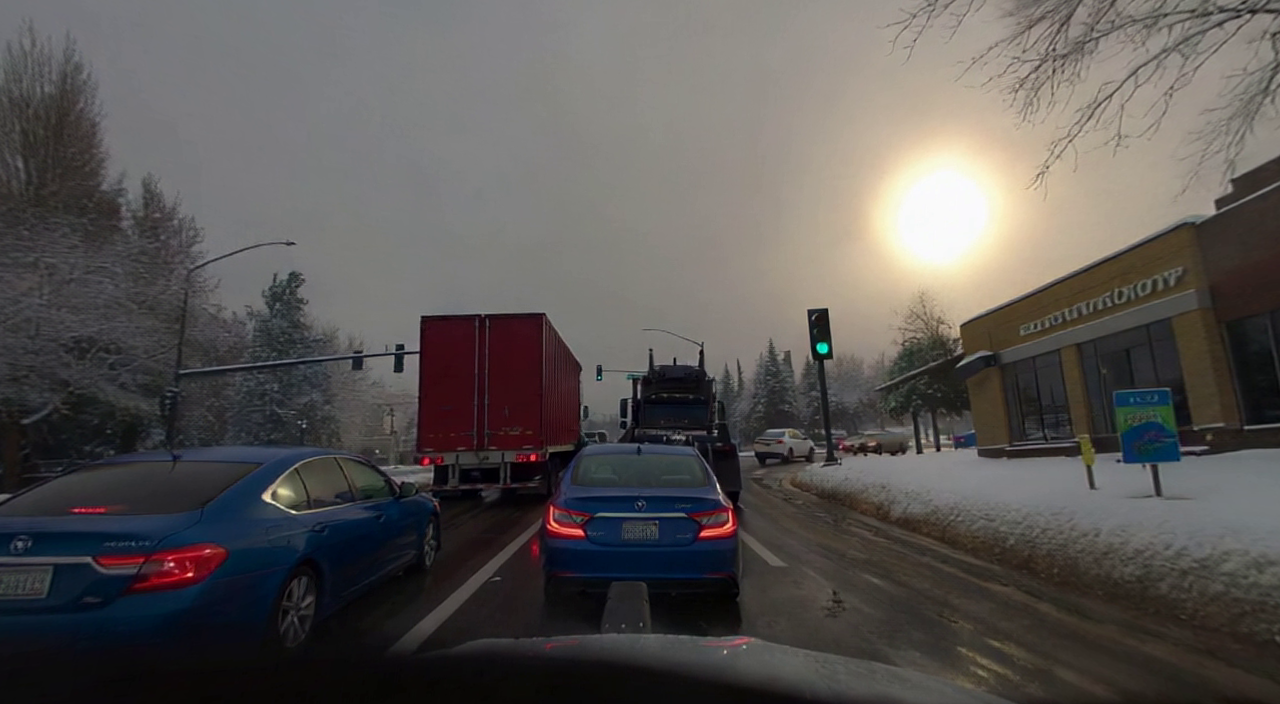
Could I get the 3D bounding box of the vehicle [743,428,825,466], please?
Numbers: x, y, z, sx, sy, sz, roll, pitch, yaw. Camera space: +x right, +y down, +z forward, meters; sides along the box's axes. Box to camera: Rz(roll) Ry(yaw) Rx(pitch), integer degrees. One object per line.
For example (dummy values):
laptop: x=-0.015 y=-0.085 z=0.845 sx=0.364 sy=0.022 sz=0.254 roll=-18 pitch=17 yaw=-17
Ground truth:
vehicle: x=7.525 y=5.044 z=33.375 sx=2.061 sy=1.845 sz=4.829 roll=3 pitch=-9 yaw=-17

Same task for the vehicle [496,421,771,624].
vehicle: x=-0.100 y=1.595 z=6.870 sx=2.067 sy=1.506 sz=4.118 roll=0 pitch=-8 yaw=-2

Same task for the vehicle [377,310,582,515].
vehicle: x=-3.267 y=1.604 z=15.187 sx=3.020 sy=3.800 sz=7.105 roll=0 pitch=-8 yaw=0

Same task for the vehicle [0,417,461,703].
vehicle: x=-3.102 y=1.370 z=5.177 sx=1.969 sy=1.471 sz=4.378 roll=0 pitch=-8 yaw=0

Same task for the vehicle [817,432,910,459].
vehicle: x=12.681 y=5.351 z=35.839 sx=4.574 sy=1.478 sz=1.880 roll=0 pitch=-8 yaw=3
